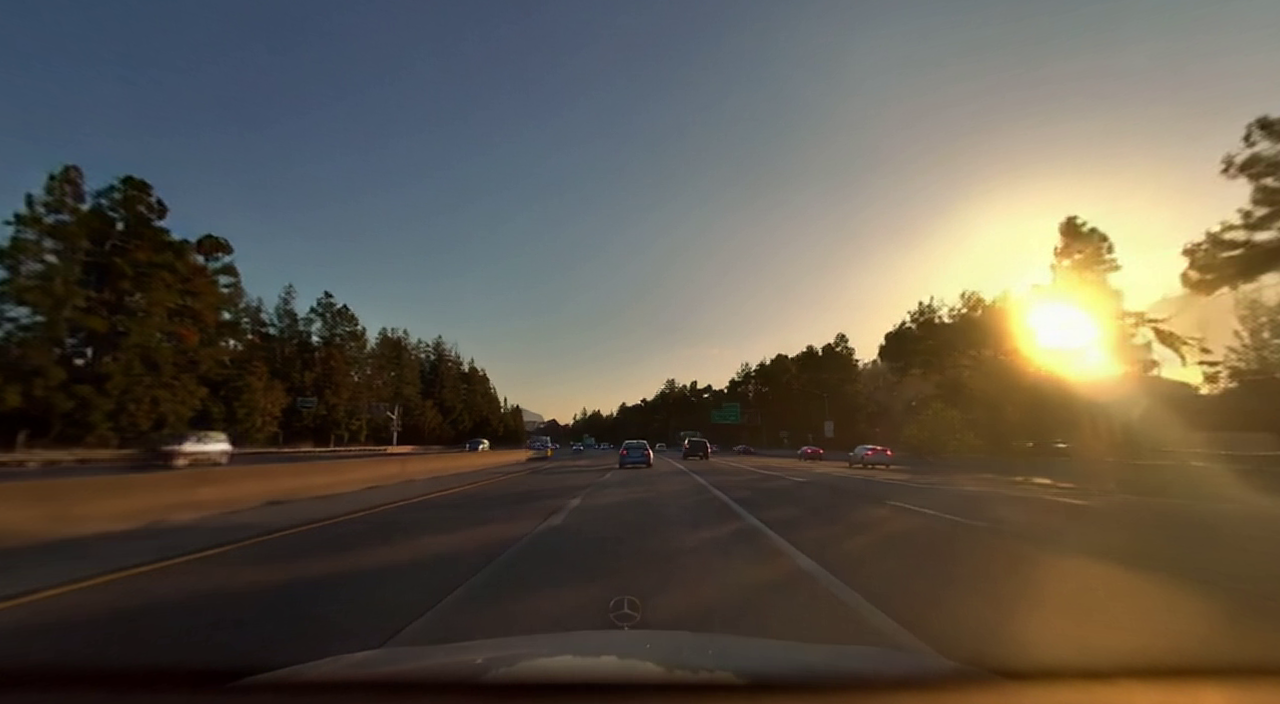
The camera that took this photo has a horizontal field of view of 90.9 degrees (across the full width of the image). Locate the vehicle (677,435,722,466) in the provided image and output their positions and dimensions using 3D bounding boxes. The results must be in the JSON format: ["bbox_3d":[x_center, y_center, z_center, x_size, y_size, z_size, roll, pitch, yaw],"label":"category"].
[{"bbox_3d":[3.991,6.787,43.661,2.505,2.020,5.532,0,-8,-1],"label":"vehicle"}]

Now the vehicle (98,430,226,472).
[{"bbox_3d":[-22.243,4.641,29.670,2.027,1.781,5.017,0,-8,0],"label":"vehicle"}]

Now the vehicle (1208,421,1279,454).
[{"bbox_3d":[34.882,4.825,35.183,4.402,1.637,1.847,1,-10,5],"label":"vehicle"}]

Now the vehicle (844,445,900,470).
[{"bbox_3d":[14.193,6.460,38.916,1.872,1.459,4.502,0,-8,2],"label":"vehicle"}]

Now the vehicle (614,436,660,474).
[{"bbox_3d":[-0.152,4.974,30.659,2.105,1.711,4.293,0,-8,0],"label":"vehicle"}]
